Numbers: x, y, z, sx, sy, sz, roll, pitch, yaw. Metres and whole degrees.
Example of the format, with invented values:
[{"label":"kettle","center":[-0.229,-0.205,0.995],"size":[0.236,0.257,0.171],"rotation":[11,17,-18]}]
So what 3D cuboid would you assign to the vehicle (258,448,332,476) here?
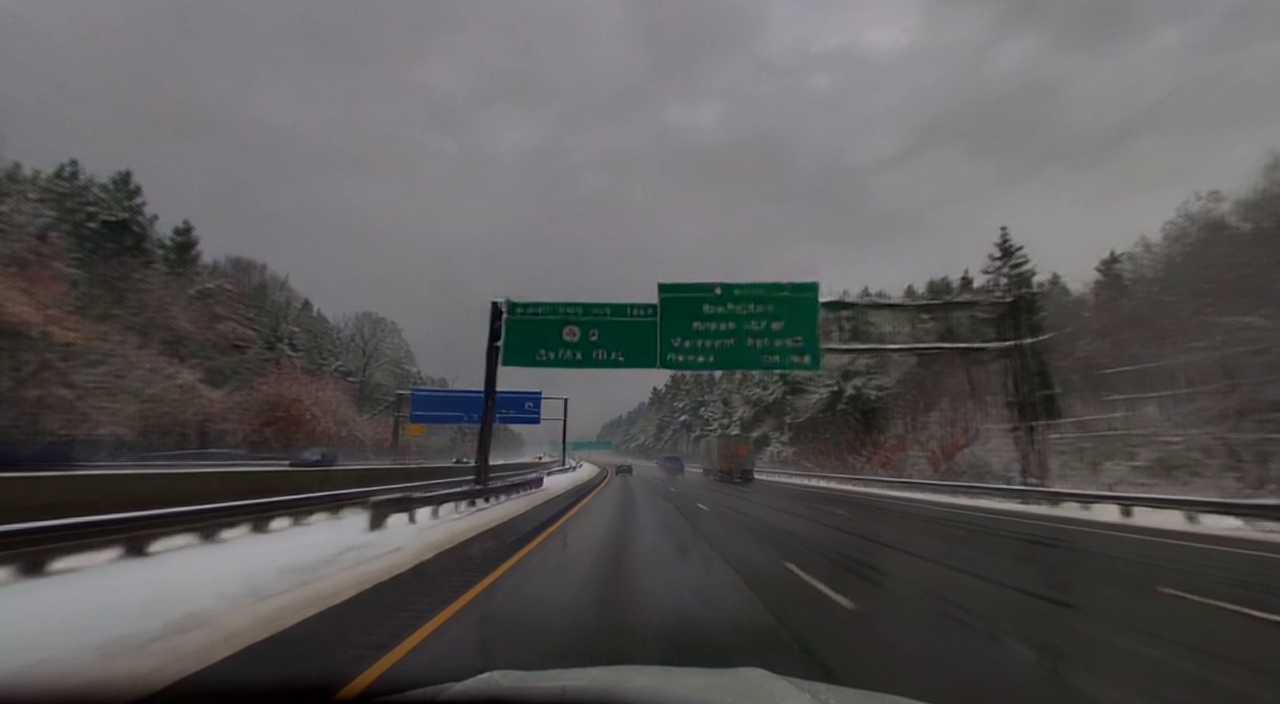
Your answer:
[{"label":"vehicle","center":[-21.922,7.079,40.322],"size":[2.151,1.661,4.683],"rotation":[1,-10,-2]}]
